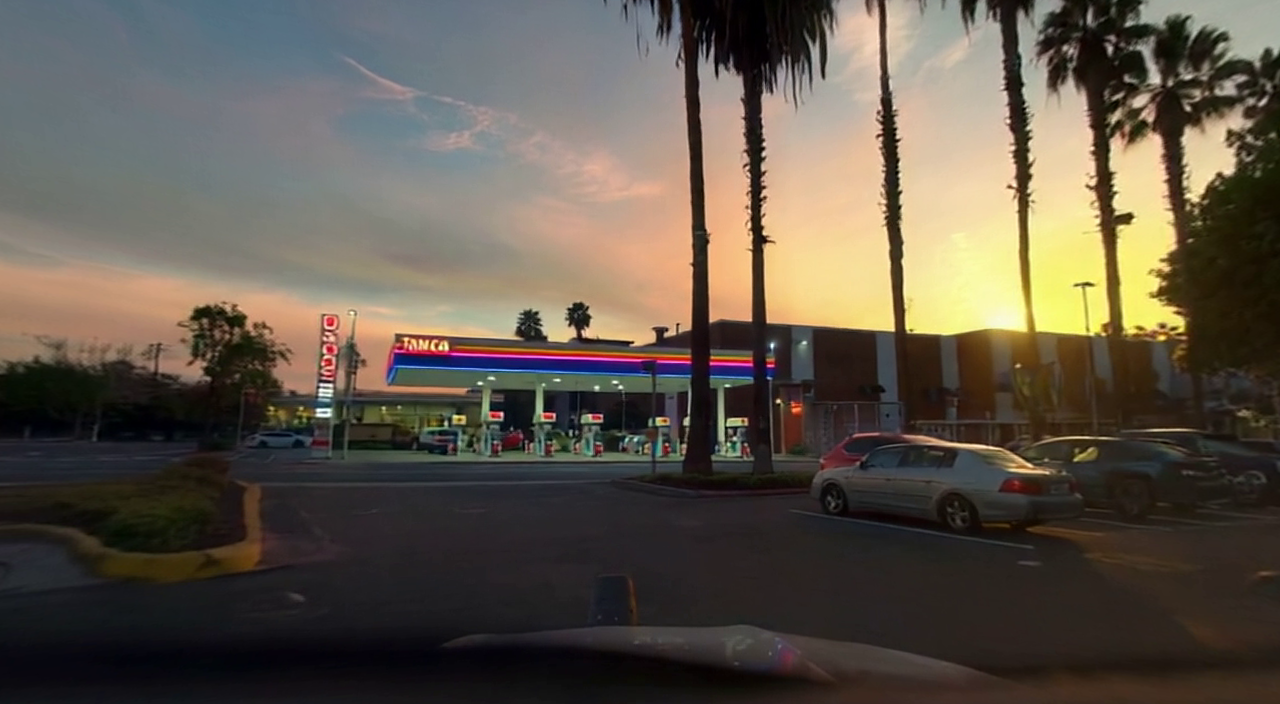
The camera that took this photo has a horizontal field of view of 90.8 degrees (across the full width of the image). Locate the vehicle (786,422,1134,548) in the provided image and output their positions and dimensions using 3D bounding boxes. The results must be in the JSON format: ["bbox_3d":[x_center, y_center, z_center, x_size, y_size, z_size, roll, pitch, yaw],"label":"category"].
[{"bbox_3d":[4.674,1.973,10.098,1.937,1.490,4.564,5,-10,-29],"label":"vehicle"}]

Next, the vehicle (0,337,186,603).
[{"bbox_3d":[-7.283,1.054,6.149,5.855,1.950,2.445,-5,-10,32],"label":"vehicle"}]
